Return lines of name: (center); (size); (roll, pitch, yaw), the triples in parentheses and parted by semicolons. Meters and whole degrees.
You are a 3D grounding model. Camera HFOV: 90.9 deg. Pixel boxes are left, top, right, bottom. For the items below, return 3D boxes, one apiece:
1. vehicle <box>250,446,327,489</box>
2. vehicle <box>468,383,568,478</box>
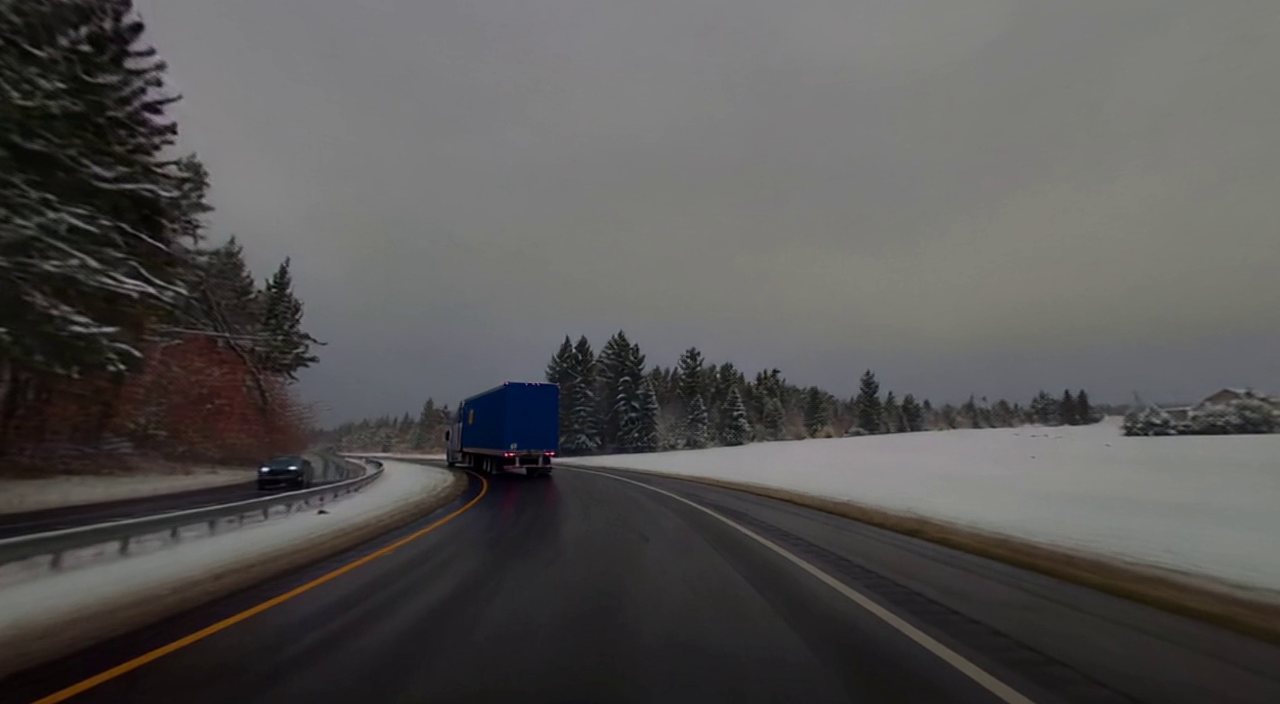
vehicle: (-13.740, 4.486, 24.875); (1.988, 1.493, 4.333); (3, -9, -21)
vehicle: (-7.145, 4.406, 34.576); (3.087, 4.178, 13.682); (2, -8, -21)
